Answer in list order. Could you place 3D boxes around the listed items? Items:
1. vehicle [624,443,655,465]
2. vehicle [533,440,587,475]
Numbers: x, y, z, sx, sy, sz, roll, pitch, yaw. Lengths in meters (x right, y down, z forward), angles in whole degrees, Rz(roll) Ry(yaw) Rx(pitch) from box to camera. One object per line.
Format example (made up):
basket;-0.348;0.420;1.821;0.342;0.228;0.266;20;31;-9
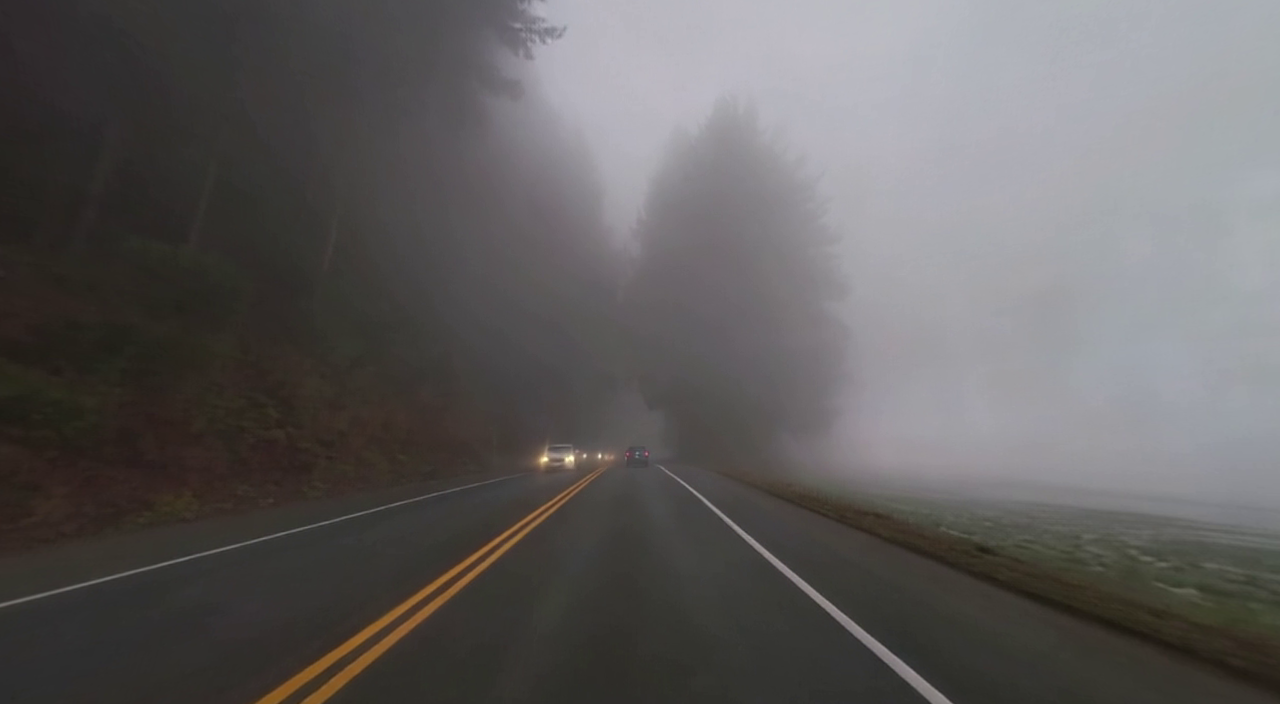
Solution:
vehicle;-0.055;7.271;45.265;2.067;1.486;3.861;0;-8;0
vehicle;-3.827;5.098;30.762;1.987;1.526;4.205;0;-8;1
